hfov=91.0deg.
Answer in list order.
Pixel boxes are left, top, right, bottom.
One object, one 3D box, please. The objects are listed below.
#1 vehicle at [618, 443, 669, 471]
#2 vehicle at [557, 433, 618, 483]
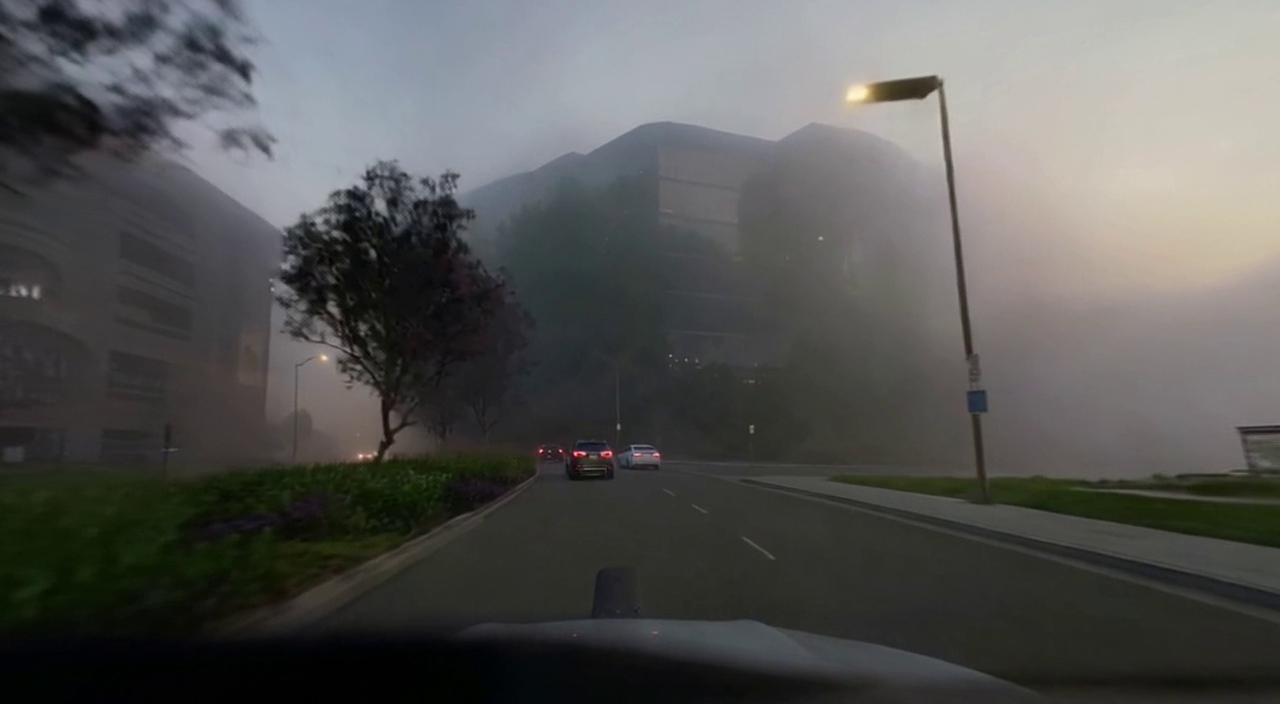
[{"bbox_3d":[0.144,6.037,36.309,2.116,1.506,4.355,2,-9,-11],"label":"vehicle"},{"bbox_3d":[-2.086,4.152,24.870,2.173,1.761,4.374,1,-9,-5],"label":"vehicle"}]
